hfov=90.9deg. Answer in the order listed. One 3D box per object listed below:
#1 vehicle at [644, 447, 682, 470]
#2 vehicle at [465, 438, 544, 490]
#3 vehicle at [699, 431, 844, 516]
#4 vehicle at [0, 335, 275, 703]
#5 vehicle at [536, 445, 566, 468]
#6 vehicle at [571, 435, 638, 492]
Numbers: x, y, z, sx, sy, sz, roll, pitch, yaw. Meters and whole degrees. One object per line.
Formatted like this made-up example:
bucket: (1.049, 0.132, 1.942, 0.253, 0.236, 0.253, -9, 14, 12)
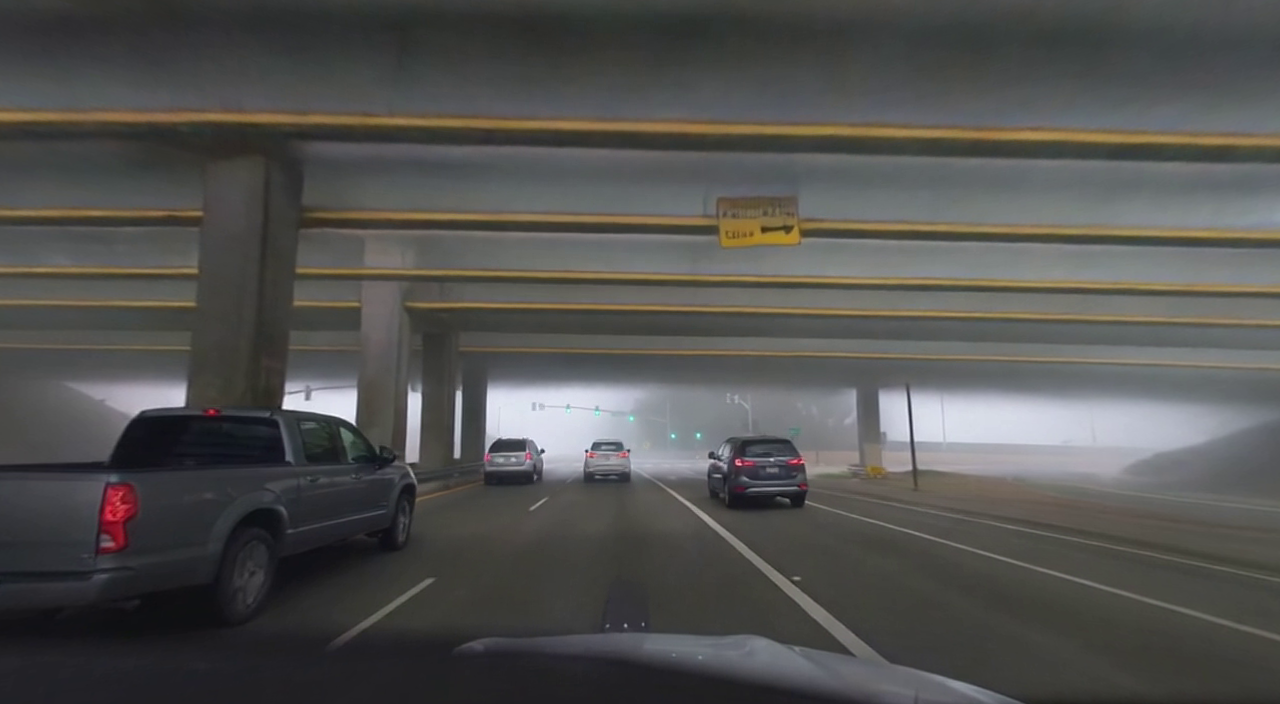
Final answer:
vehicle: (1.501, 7.094, 42.256, 2.026, 1.457, 3.969, 1, -9, -6)
vehicle: (-4.824, 4.028, 23.043, 2.127, 1.720, 4.064, 0, -8, -2)
vehicle: (2.964, 2.906, 15.705, 2.234, 1.720, 5.378, 0, -8, -3)
vehicle: (-3.938, 0.807, 2.629, 2.074, 1.814, 4.596, 0, -8, 0)
vehicle: (-6.462, 7.603, 46.079, 1.829, 1.614, 3.611, 1, -8, -4)
vehicle: (-1.176, 3.807, 21.839, 2.097, 1.748, 3.794, 0, -8, -2)
